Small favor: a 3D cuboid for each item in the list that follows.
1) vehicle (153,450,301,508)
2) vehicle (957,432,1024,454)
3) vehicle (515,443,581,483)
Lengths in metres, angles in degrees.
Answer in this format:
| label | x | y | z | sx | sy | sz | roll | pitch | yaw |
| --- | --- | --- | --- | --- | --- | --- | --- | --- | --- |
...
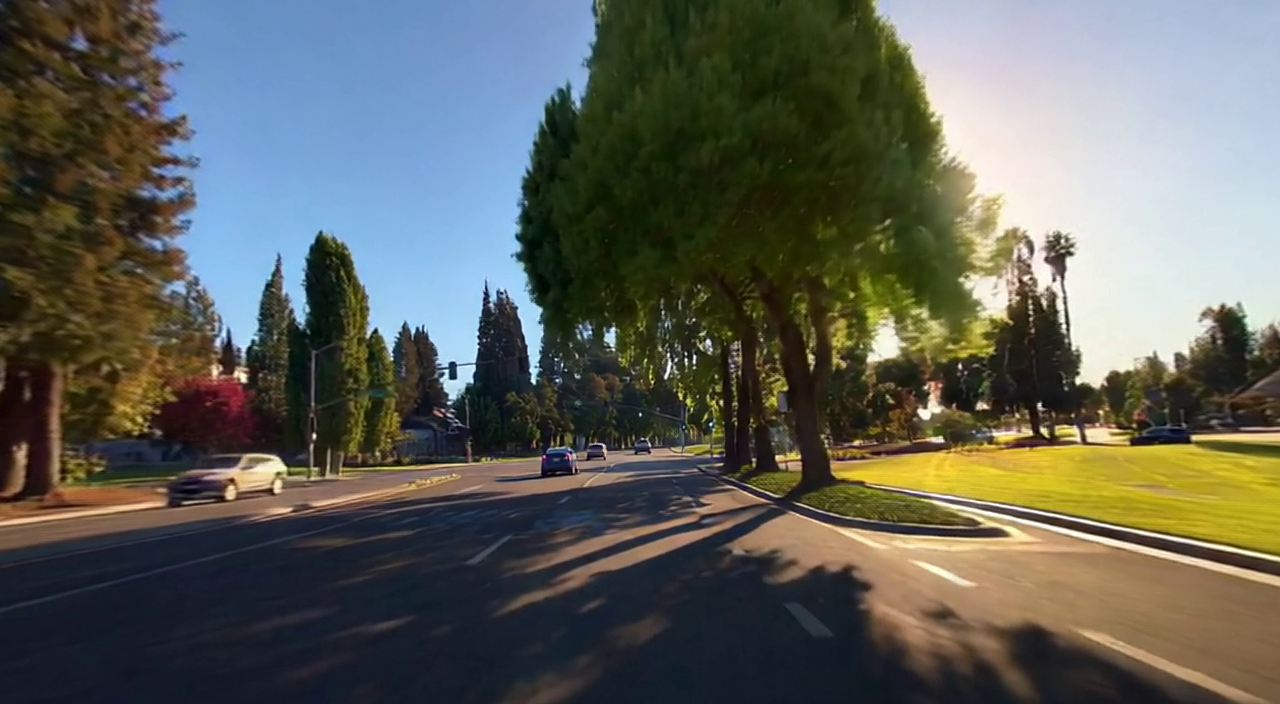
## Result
| label | x | y | z | sx | sy | sz | roll | pitch | yaw |
| --- | --- | --- | --- | --- | --- | --- | --- | --- | --- |
| vehicle | -14.589 | 4.466 | 22.769 | 2.070 | 1.782 | 4.735 | 0 | -9 | 1 |
| vehicle | 27.183 | 7.071 | 49.151 | 4.031 | 1.620 | 1.885 | -1 | -9 | 8 |
| vehicle | -3.564 | 4.379 | 25.268 | 1.932 | 1.431 | 4.144 | 0 | -9 | 1 |
